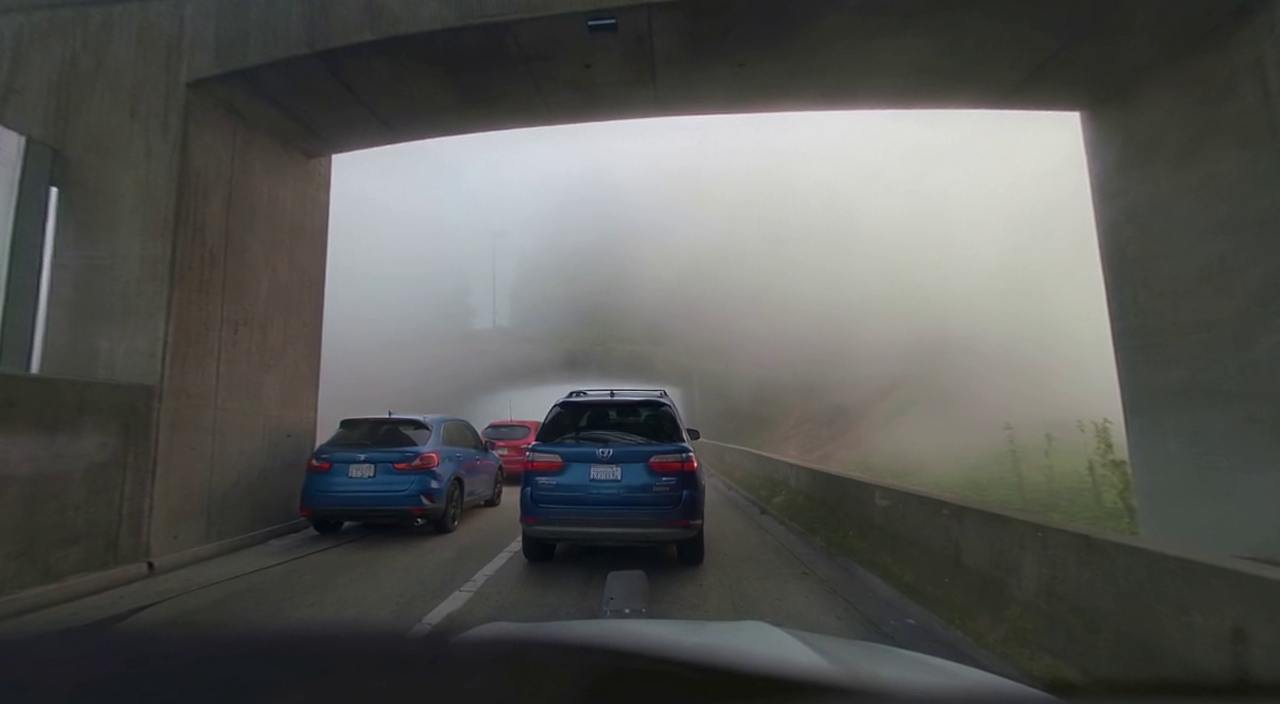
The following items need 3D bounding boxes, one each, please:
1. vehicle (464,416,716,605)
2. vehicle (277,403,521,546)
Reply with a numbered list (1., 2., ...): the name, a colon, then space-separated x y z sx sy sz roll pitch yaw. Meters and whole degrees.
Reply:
1. vehicle: -0.286 1.569 7.143 2.020 1.478 4.092 -1 -8 3
2. vehicle: -3.444 1.861 10.199 2.017 1.761 4.572 -1 -8 2
